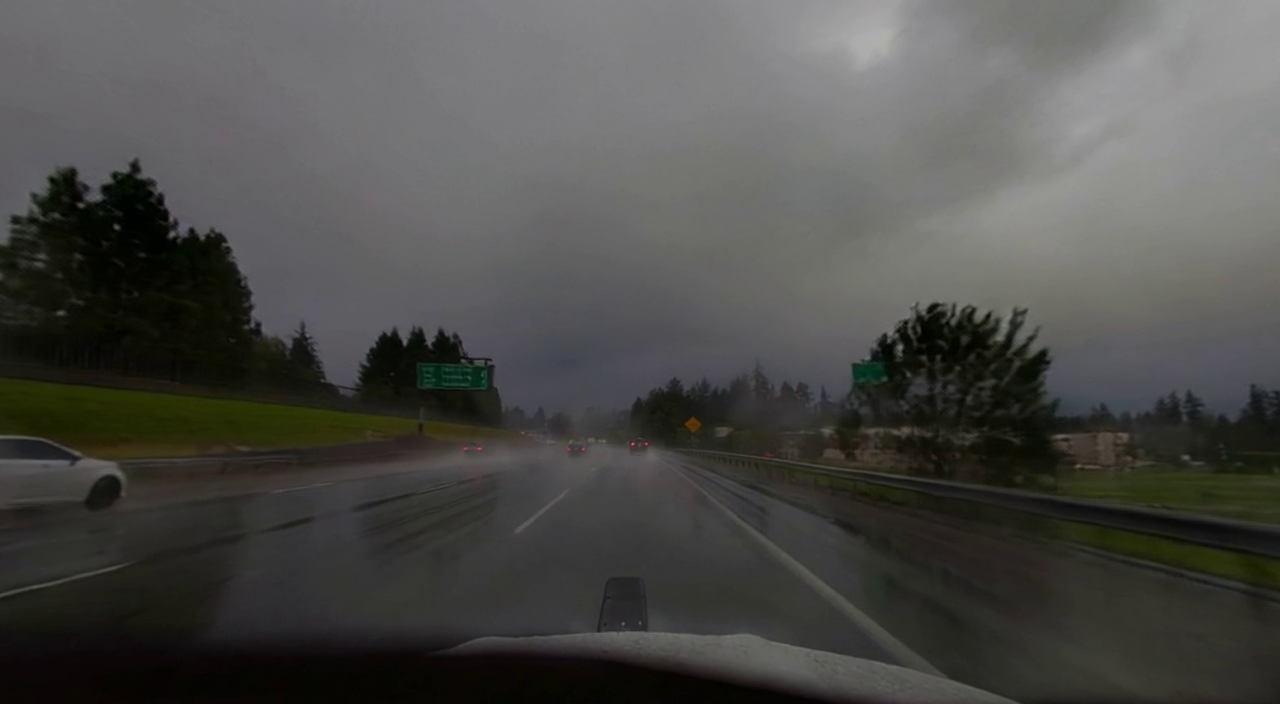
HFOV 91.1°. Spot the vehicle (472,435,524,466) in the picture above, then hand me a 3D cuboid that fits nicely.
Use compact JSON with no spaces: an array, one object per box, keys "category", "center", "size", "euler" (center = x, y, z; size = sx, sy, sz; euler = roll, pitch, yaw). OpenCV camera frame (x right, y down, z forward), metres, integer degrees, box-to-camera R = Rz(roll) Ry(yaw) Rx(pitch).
[{"category":"vehicle","center":[-8.072,5.626,36.163],"size":[2.015,1.651,4.432],"euler":[0,-8,-1]}]

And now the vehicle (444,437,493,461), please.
[{"category":"vehicle","center":[-11.797,6.725,43.533],"size":[2.100,1.537,5.092],"euler":[0,-8,-1]}]

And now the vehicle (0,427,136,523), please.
[{"category":"vehicle","center":[-11.120,1.959,10.036],"size":[2.056,1.489,4.852],"euler":[0,-8,0]}]

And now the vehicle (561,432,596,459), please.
[{"category":"vehicle","center":[-4.351,6.756,45.269],"size":[2.138,1.833,4.622],"euler":[0,-8,-1]}]
